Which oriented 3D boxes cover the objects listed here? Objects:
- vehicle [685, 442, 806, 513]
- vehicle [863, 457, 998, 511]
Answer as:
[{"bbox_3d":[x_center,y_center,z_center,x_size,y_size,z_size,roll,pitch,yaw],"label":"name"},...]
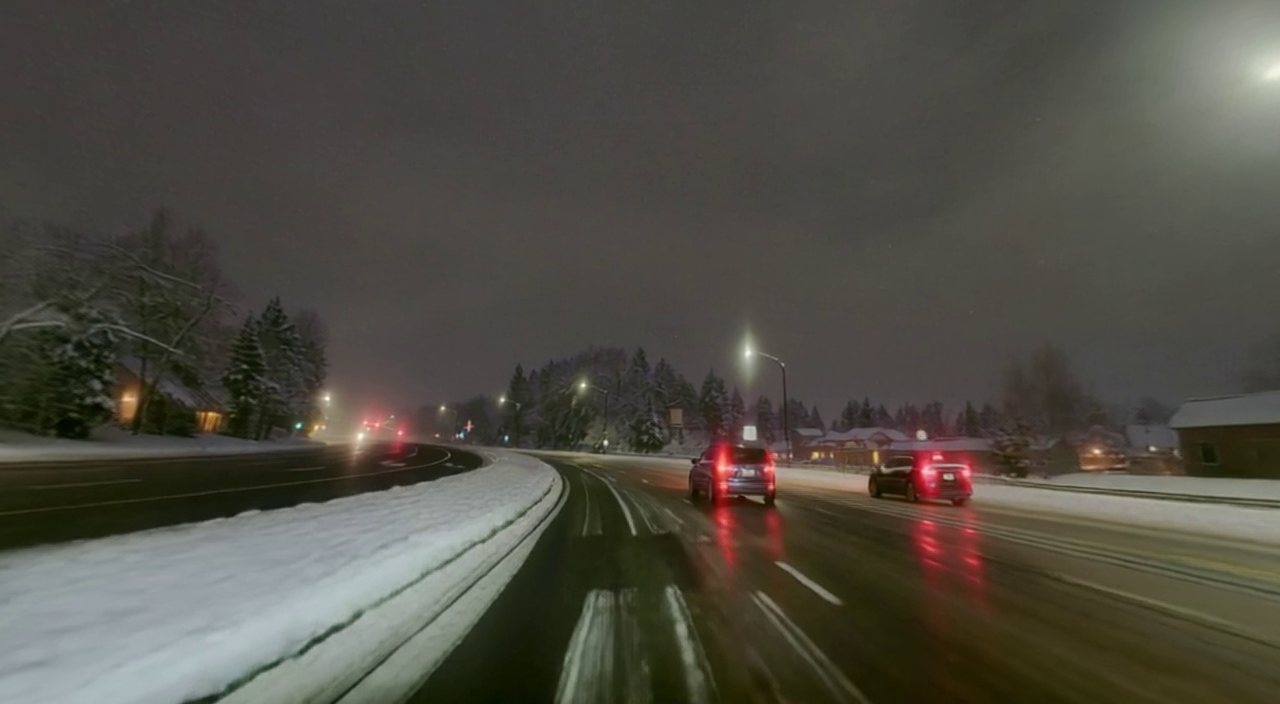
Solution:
[{"bbox_3d":[2.654,3.290,17.202,2.122,1.646,4.525,1,-9,-5],"label":"vehicle"},{"bbox_3d":[9.347,4.251,20.877,1.940,1.460,4.652,1,-8,-5],"label":"vehicle"}]
